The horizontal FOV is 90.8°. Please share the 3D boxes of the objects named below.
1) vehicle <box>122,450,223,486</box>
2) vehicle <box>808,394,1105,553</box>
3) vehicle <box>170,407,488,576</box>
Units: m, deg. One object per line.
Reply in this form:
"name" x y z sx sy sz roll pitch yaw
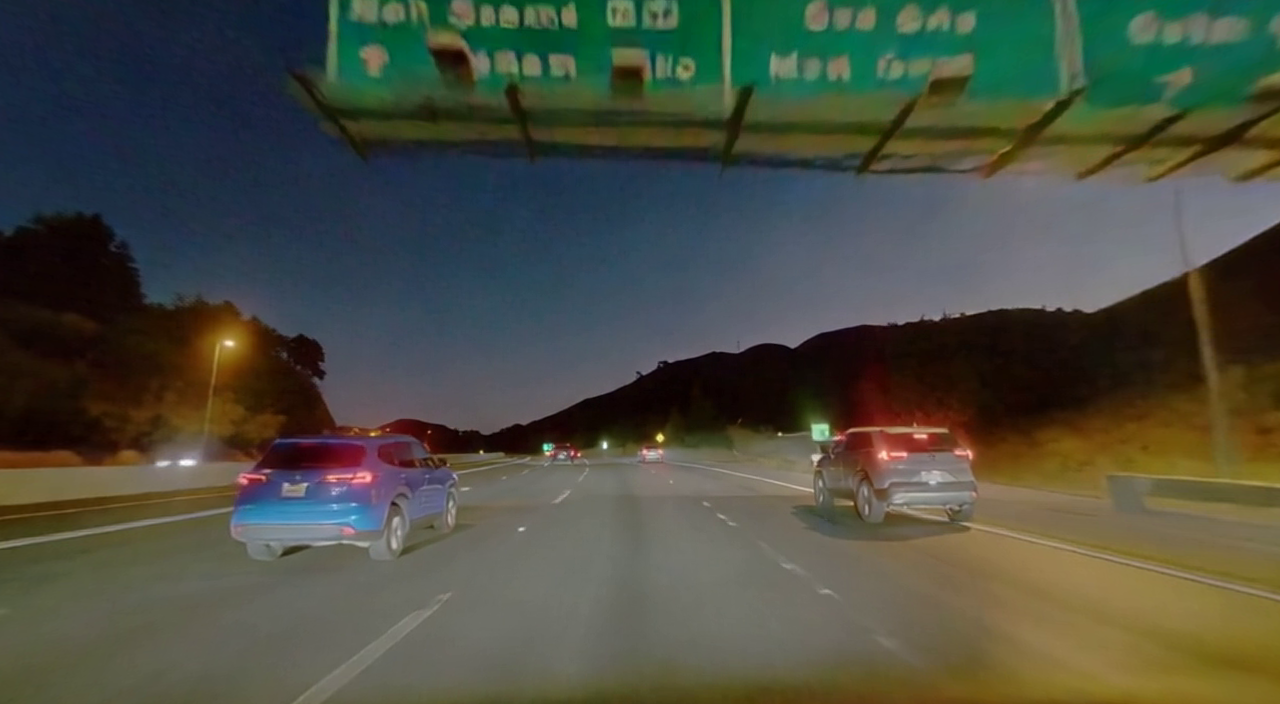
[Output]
"vehicle" -29.319 7.274 39.965 2.214 2.067 5.745 0 -9 -3
"vehicle" 4.463 1.822 10.076 2.103 1.903 4.837 0 -9 -1
"vehicle" -3.835 1.819 9.030 2.213 1.766 4.598 0 -9 -1
